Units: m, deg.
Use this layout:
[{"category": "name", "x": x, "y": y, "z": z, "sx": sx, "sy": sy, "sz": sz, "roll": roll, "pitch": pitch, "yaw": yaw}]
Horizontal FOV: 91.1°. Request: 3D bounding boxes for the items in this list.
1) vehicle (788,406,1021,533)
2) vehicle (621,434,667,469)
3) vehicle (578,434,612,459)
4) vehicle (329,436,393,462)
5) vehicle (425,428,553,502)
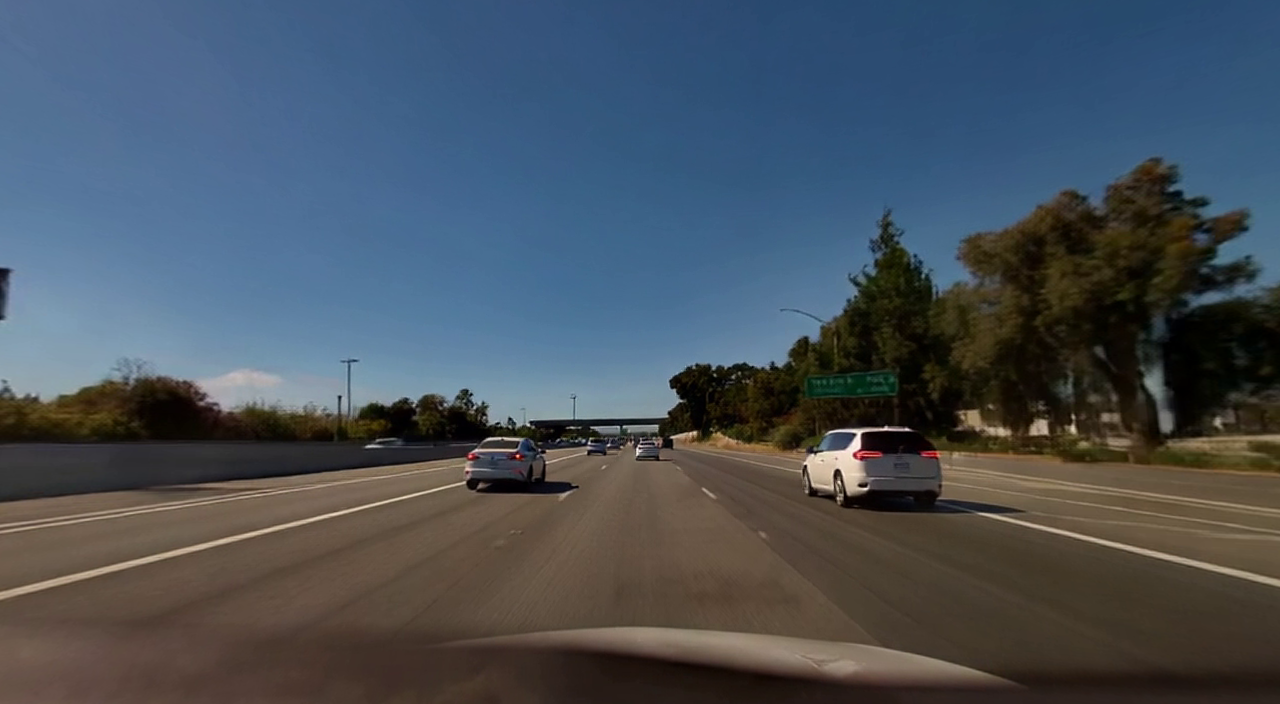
[{"category": "vehicle", "x": 4.121, "y": 1.900, "z": 10.745, "sx": 2.025, "sy": 1.707, "sz": 4.279, "roll": 0, "pitch": -8, "yaw": -1}, {"category": "vehicle", "x": 0.177, "y": 4.769, "z": 30.228, "sx": 2.049, "sy": 1.542, "sz": 3.816, "roll": 0, "pitch": -8, "yaw": 0}, {"category": "vehicle", "x": -3.230, "y": 6.893, "z": 45.843, "sx": 2.044, "sy": 1.682, "sz": 4.201, "roll": 0, "pitch": -8, "yaw": 1}, {"category": "vehicle", "x": -18.400, "y": 6.418, "z": 41.676, "sx": 2.121, "sy": 1.619, "sz": 4.577, "roll": 0, "pitch": -8, "yaw": 1}, {"category": "vehicle", "x": -3.580, "y": 2.758, "z": 15.835, "sx": 2.066, "sy": 1.561, "sz": 4.495, "roll": 0, "pitch": -8, "yaw": 1}]
